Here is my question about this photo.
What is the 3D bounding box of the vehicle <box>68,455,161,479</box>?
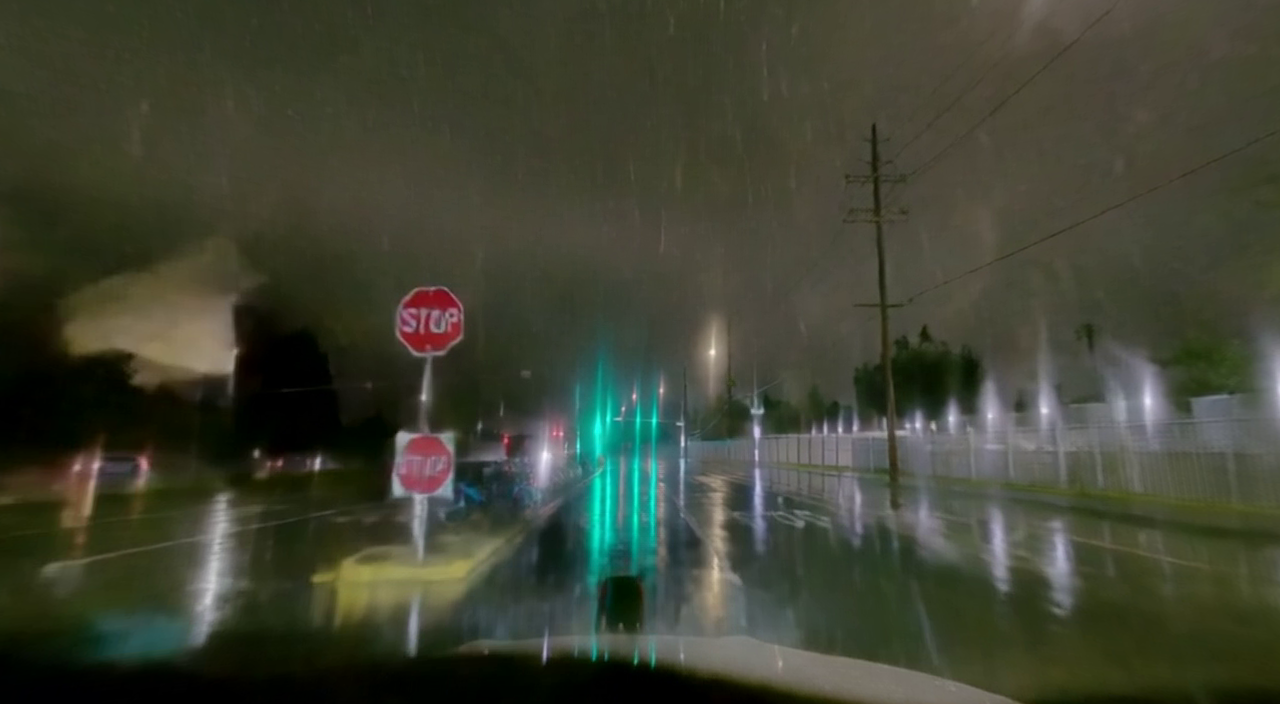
[{"bbox_3d":[-33.868,7.406,40.800,4.327,1.402,1.757,0,-9,-4],"label":"vehicle"}]
